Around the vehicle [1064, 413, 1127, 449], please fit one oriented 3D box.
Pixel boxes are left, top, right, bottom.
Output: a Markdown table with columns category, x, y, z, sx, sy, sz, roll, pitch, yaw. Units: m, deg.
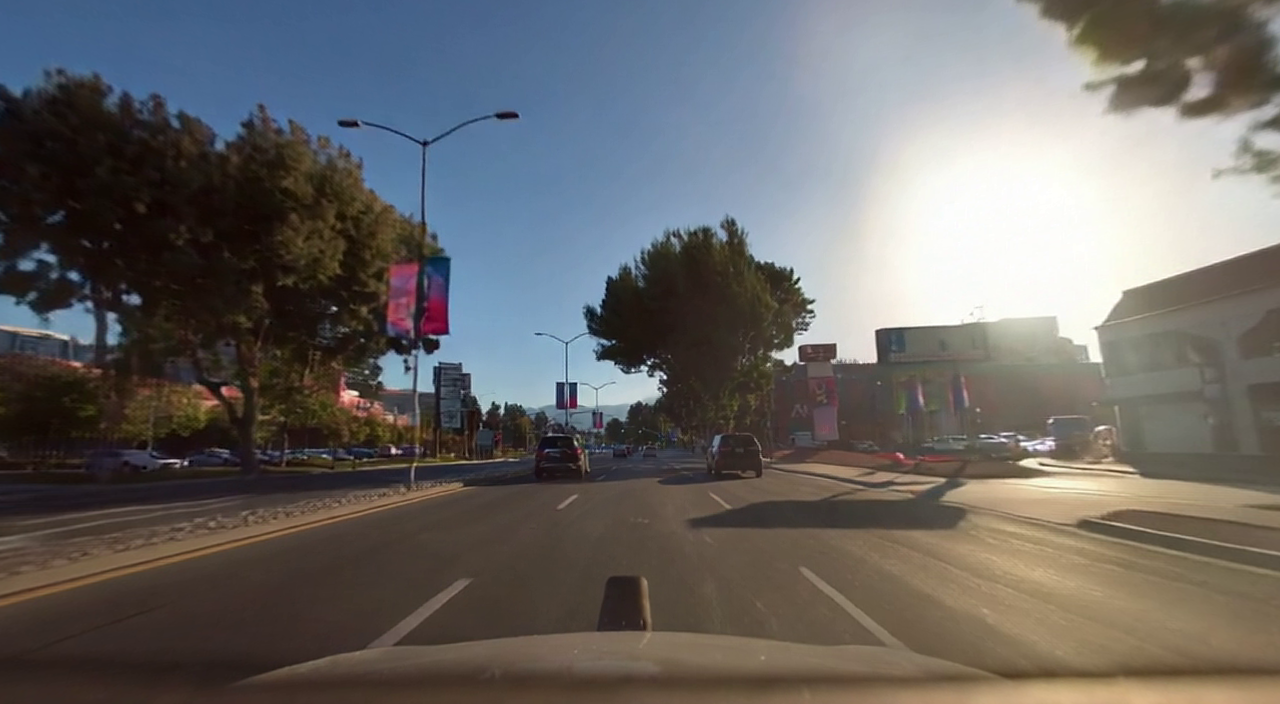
| category | x | y | z | sx | sy | sz | roll | pitch | yaw |
| --- | --- | --- | --- | --- | --- | --- | --- | --- | --- |
| vehicle | 33.626 | 5.864 | 46.388 | 2.852 | 2.462 | 2.062 | -1 | -9 | 0 |

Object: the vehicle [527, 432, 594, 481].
| category | x | y | z | sx | sy | sz | roll | pitch | yaw |
| --- | --- | --- | --- | --- | --- | --- | --- | --- | --- |
| vehicle | -3.043 | 4.128 | 25.006 | 2.014 | 1.775 | 4.404 | 0 | -9 | 1 |

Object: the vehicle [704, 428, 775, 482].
| category | x | y | z | sx | sy | sz | roll | pitch | yaw |
| --- | --- | --- | --- | --- | --- | --- | --- | --- | --- |
| vehicle | 3.824 | 4.048 | 24.877 | 2.024 | 1.921 | 4.431 | 0 | -9 | -1 |

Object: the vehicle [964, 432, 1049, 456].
| category | x | y | z | sx | sy | sz | roll | pitch | yaw |
| --- | --- | --- | --- | --- | --- | --- | --- | --- | --- |
| vehicle | 27.081 | 6.825 | 46.508 | 4.699 | 1.608 | 2.379 | -1 | -10 | -1 |

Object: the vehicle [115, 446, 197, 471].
| category | x | y | z | sx | sy | sz | roll | pitch | yaw |
| --- | --- | --- | --- | --- | --- | --- | --- | --- | --- |
| vehicle | -36.451 | 8.012 | 47.463 | 2.102 | 1.730 | 5.018 | 0 | -8 | 1 |

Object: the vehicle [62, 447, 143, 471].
| category | x | y | z | sx | sy | sz | roll | pitch | yaw |
| --- | --- | --- | --- | --- | --- | --- | --- | --- | --- |
| vehicle | -40.338 | 7.986 | 47.253 | 2.021 | 1.699 | 4.499 | 0 | -8 | 2 |
